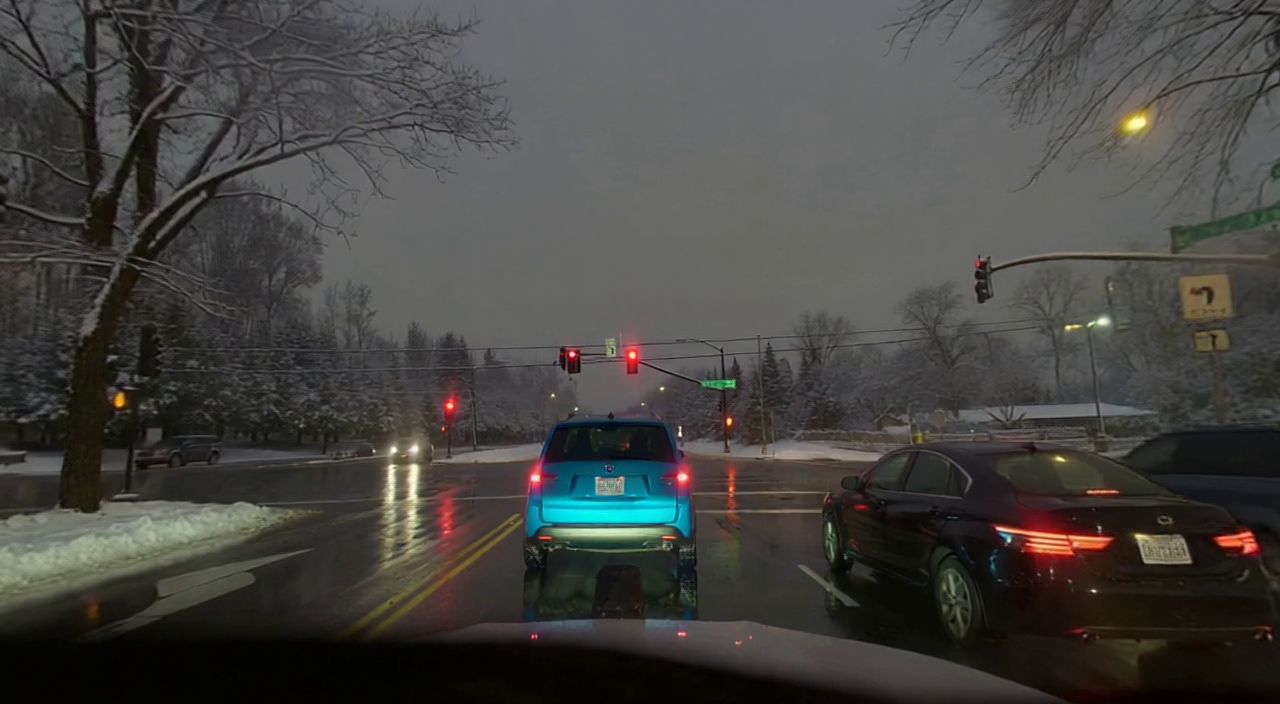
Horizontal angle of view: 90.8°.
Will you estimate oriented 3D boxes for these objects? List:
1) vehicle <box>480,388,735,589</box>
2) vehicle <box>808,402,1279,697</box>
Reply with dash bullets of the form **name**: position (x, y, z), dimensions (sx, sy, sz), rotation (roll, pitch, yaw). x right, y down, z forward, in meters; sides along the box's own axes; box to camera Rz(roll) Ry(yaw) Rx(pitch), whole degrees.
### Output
- **vehicle**: position (-0.345, 1.524, 7.784), dimensions (2.247, 1.760, 4.231), rotation (0, -9, -2)
- **vehicle**: position (3.164, 1.399, 5.760), dimensions (1.932, 1.562, 4.629), rotation (0, -9, -1)
